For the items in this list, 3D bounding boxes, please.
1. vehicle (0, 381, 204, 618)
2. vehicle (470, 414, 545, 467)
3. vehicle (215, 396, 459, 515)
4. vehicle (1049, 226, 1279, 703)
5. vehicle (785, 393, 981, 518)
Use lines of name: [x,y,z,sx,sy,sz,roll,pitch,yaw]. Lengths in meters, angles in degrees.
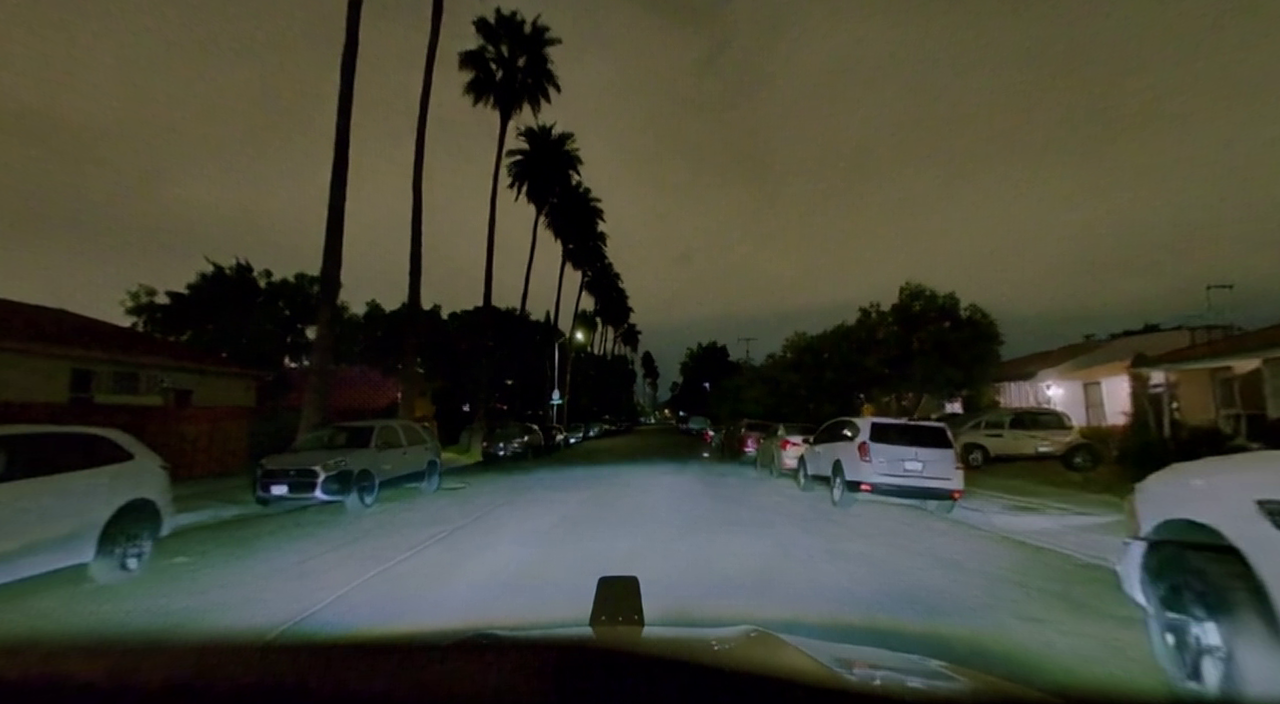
vehicle: [-5.536,1.085,4.686,1.816,1.697,3.777,0,-8,1]
vehicle: [-5.063,3.449,24.654,1.947,1.803,4.381,-2,-8,1]
vehicle: [-5.430,1.969,12.386,2.020,1.819,5.168,0,-8,3]
vehicle: [4.027,0.410,1.073,2.649,2.232,6.576,4,-8,3]
vehicle: [4.271,1.928,12.100,1.964,1.889,4.708,0,-8,1]
